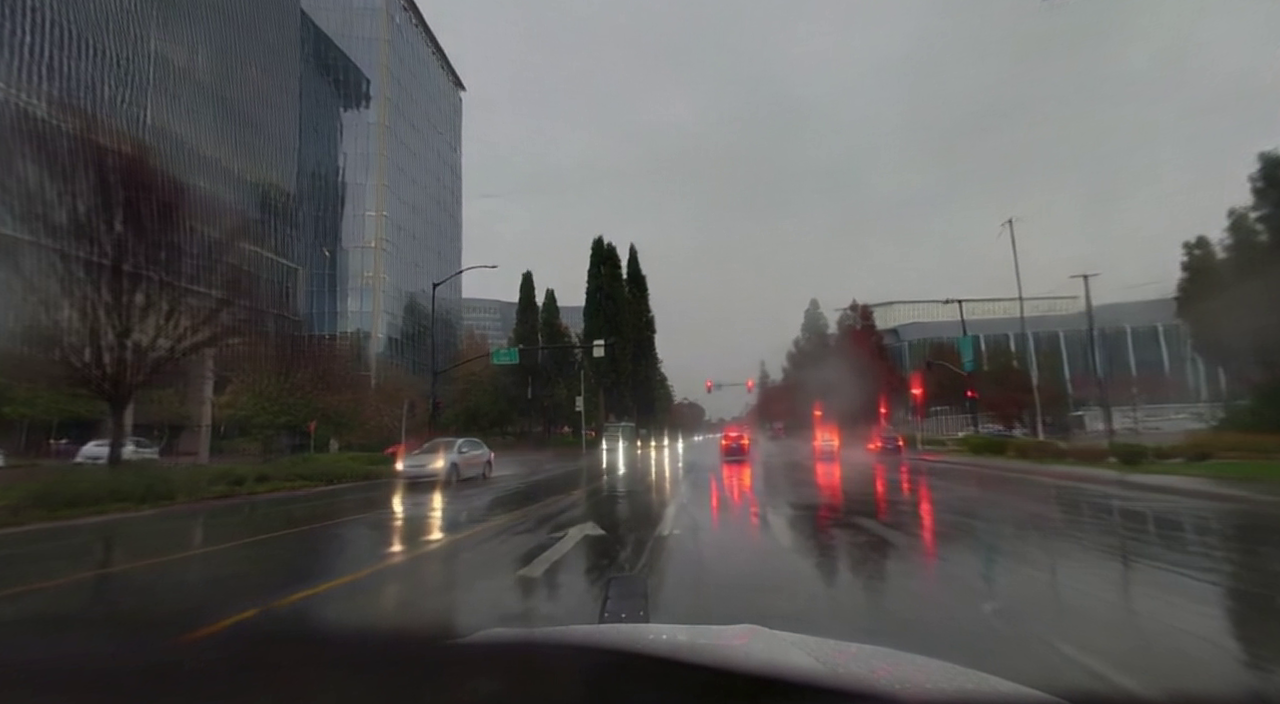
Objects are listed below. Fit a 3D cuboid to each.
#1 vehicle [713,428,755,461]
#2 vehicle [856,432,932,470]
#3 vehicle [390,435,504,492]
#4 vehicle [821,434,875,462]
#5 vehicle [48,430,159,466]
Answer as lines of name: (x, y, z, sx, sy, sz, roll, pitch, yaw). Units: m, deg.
vehicle: (5.461, 5.482, 37.106, 2.203, 1.801, 4.331, -1, -9, 5)
vehicle: (10.837, 4.262, 27.134, 1.896, 1.463, 4.296, -1, -9, 6)
vehicle: (-6.241, 3.639, 20.857, 2.016, 1.677, 4.147, -1, -9, 7)
vehicle: (11.654, 5.388, 35.403, 1.860, 1.460, 4.379, -1, -9, 5)
vehicle: (-27.695, 5.032, 32.611, 1.871, 1.703, 4.093, -2, -10, 5)
